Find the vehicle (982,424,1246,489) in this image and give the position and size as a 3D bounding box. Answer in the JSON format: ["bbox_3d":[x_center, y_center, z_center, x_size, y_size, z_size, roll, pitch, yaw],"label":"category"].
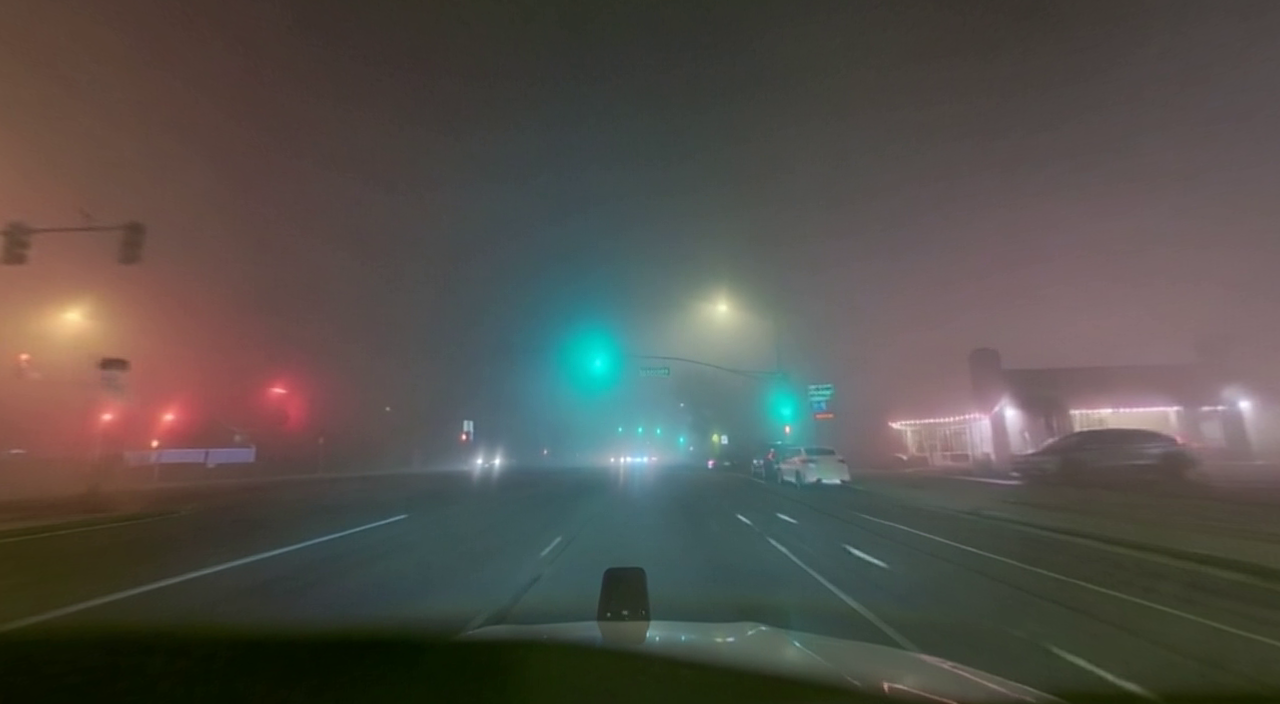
[{"bbox_3d":[12.224,2.741,16.578,5.237,1.552,1.954,-1,-9,2],"label":"vehicle"}]

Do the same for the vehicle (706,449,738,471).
[{"bbox_3d":[6.368,8.420,49.299,1.955,1.679,3.890,0,-9,0],"label":"vehicle"}]

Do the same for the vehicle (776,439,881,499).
[{"bbox_3d":[5.922,3.734,20.584,1.845,1.664,5.285,0,-9,0],"label":"vehicle"}]
